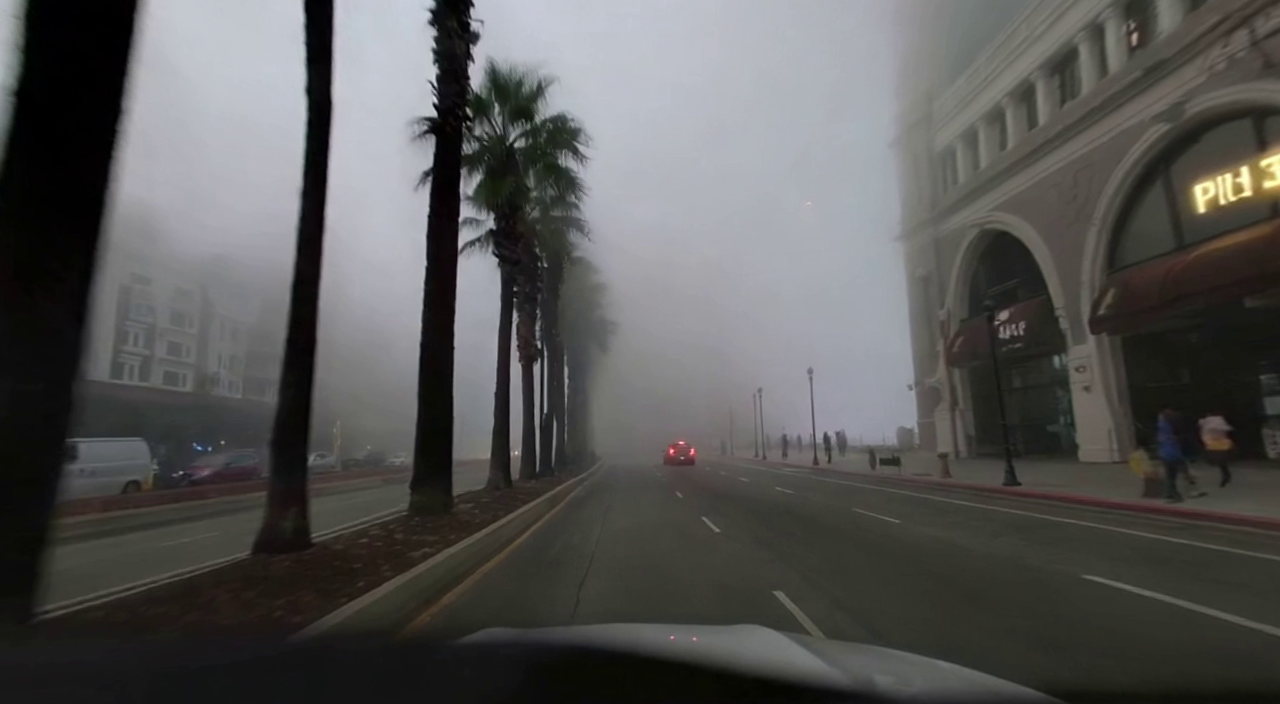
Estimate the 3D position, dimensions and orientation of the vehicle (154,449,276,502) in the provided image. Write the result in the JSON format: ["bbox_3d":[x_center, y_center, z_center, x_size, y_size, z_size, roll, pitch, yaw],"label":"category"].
[{"bbox_3d":[-17.805,5.142,26.838,1.947,1.871,4.855,-4,-8,-1],"label":"vehicle"}]

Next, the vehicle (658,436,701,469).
[{"bbox_3d":[2.525,6.688,42.232,2.284,2.010,6.670,0,-9,-1],"label":"vehicle"}]

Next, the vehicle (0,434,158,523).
[{"bbox_3d":[-18.070,3.712,19.115,2.369,2.332,5.760,0,-9,0],"label":"vehicle"}]

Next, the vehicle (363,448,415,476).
[{"bbox_3d":[-18.517,8.105,46.844,2.136,1.890,4.670,-3,-8,-1],"label":"vehicle"}]

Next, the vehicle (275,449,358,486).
[{"bbox_3d":[-18.179,6.488,35.841,2.049,1.878,5.125,0,-9,-2],"label":"vehicle"}]
